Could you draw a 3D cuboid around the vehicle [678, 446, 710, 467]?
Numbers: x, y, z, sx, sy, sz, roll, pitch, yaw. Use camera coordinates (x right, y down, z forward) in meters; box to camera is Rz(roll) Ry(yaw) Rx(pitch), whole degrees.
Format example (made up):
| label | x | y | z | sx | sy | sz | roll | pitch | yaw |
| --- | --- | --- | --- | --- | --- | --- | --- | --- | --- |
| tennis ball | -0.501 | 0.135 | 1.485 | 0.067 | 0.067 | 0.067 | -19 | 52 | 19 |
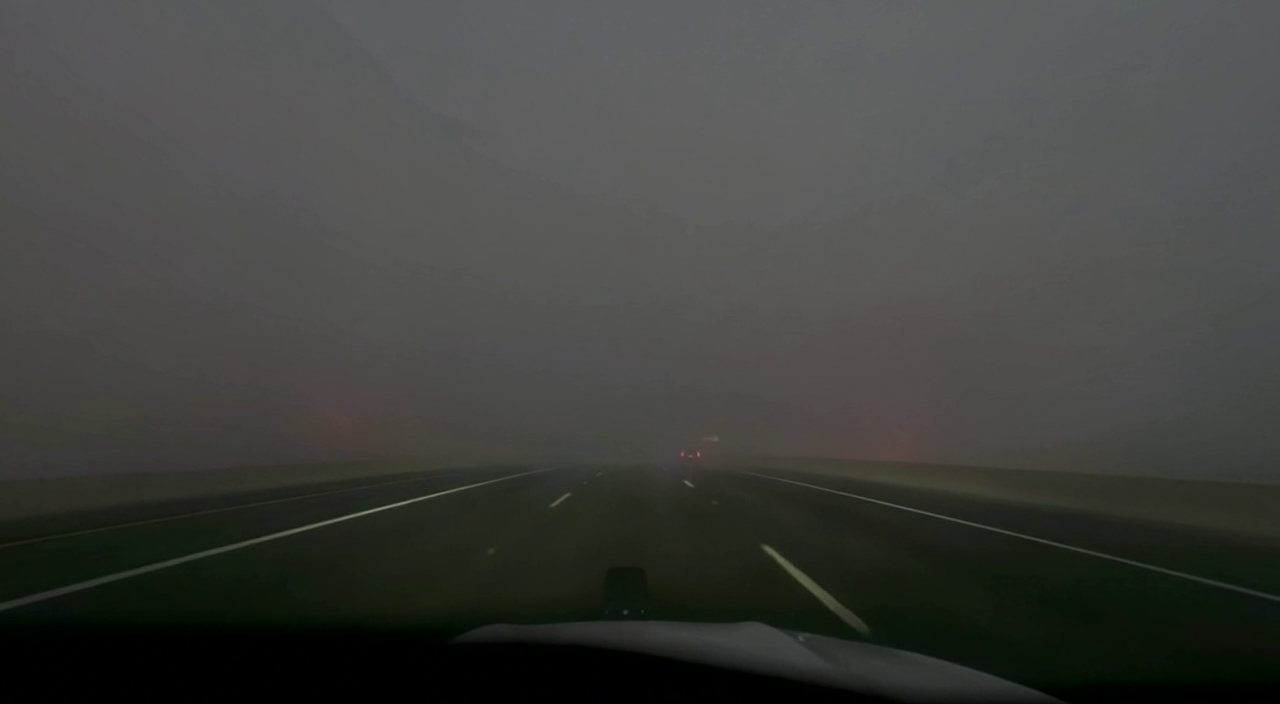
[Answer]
| label | x | y | z | sx | sy | sz | roll | pitch | yaw |
| --- | --- | --- | --- | --- | --- | --- | --- | --- | --- |
| vehicle | 4.075 | 7.918 | 48.128 | 2.003 | 1.520 | 4.058 | 0 | -8 | 0 |
